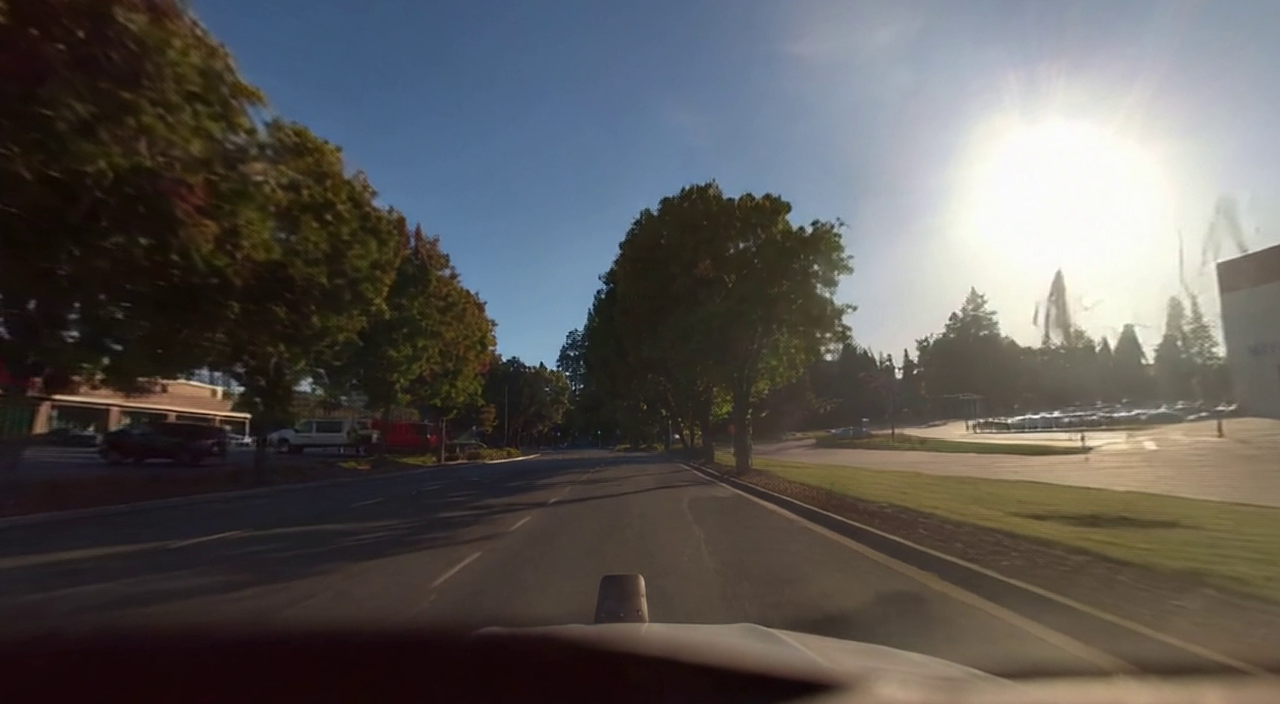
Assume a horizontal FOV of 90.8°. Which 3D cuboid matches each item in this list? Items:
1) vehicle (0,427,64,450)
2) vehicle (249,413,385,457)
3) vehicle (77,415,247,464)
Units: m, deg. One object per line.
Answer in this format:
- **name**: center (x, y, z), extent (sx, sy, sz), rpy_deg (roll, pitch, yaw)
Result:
- **vehicle**: center (-46.373, 6.503, 47.504), extent (4.146, 1.644, 1.716), rpy_deg (5, -10, -33)
- **vehicle**: center (-19.776, 5.135, 38.977), extent (6.919, 2.613, 2.356), rpy_deg (1, -8, -5)
- **vehicle**: center (-19.409, 3.602, 25.877), extent (5.109, 1.891, 2.206), rpy_deg (0, -8, -1)
